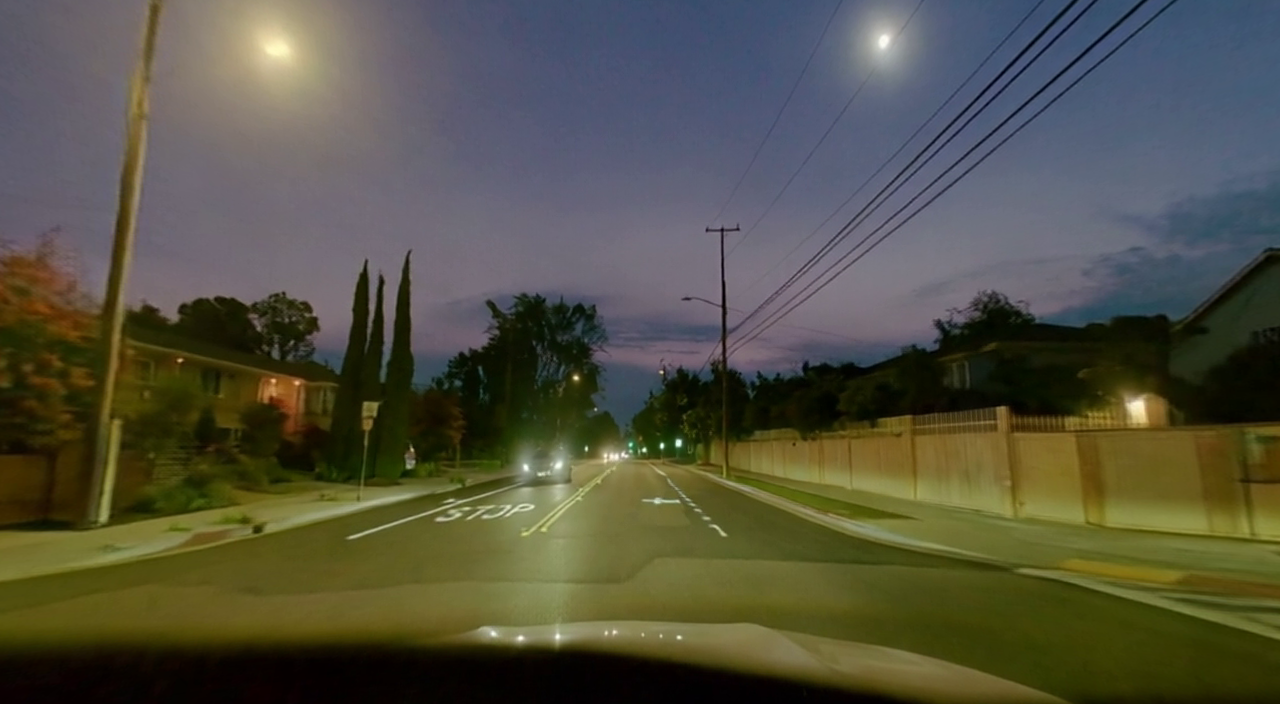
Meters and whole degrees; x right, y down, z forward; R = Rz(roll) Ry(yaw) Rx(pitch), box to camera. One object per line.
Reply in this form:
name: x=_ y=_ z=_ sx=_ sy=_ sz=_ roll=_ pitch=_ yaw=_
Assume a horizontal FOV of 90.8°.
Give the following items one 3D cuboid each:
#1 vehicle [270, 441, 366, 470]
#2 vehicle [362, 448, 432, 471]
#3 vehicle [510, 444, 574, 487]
vehicle: x=-22.136 y=7.104 z=43.700 sx=5.369 sy=1.862 sz=2.338 roll=1 pitch=-7 yaw=-9
vehicle: x=-16.786 y=7.426 z=43.819 sx=4.199 sy=1.510 sz=2.058 roll=2 pitch=-8 yaw=-10
vehicle: x=-3.921 y=4.573 z=25.873 sx=1.935 sy=1.595 sz=3.972 roll=0 pitch=-8 yaw=0
